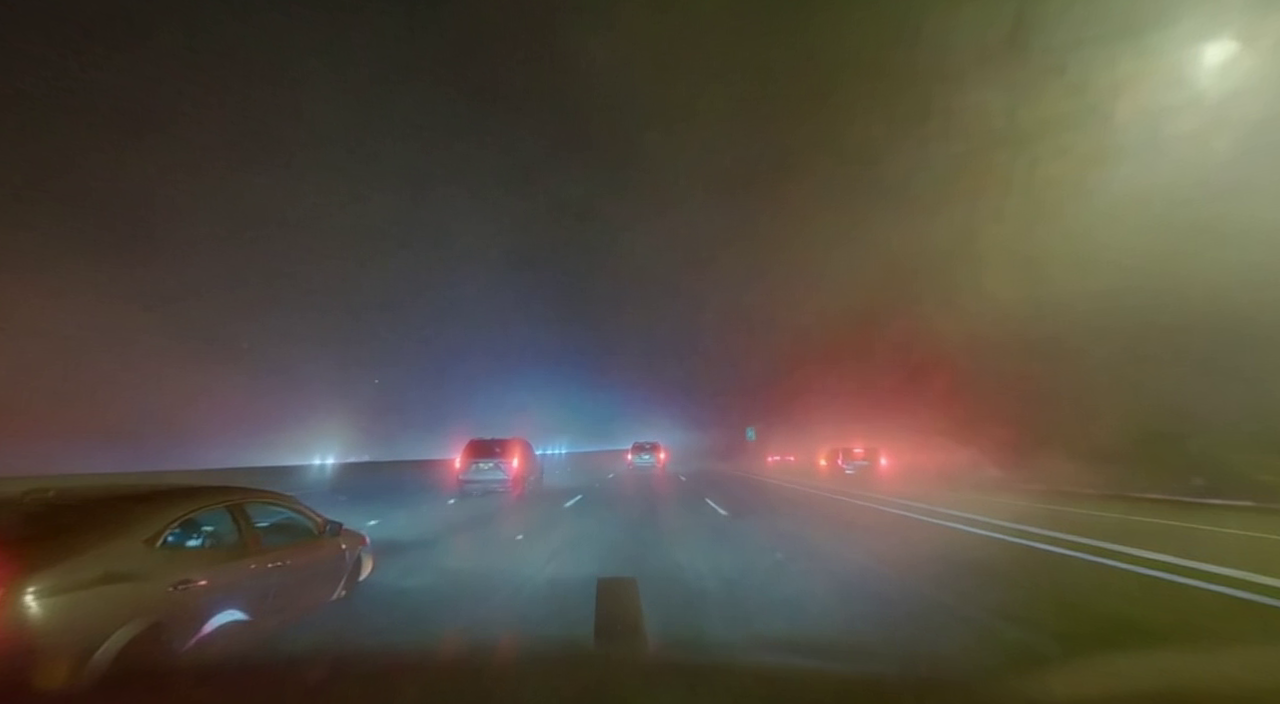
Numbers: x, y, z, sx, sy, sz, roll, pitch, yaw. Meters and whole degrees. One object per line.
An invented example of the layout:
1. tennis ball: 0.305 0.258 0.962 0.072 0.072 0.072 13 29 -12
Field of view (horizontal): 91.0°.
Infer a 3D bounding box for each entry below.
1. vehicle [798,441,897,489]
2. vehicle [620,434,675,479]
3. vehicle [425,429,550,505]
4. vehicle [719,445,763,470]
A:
1. vehicle: 7.003 3.854 21.796 1.936 1.480 4.373 0 -9 0
2. vehicle: 0.343 4.769 28.879 2.270 1.862 4.949 0 -9 1
3. vehicle: -3.844 3.003 16.806 2.142 1.759 4.297 0 -9 2
4. vehicle: 6.208 6.509 39.137 2.005 1.456 4.287 0 -9 -1
